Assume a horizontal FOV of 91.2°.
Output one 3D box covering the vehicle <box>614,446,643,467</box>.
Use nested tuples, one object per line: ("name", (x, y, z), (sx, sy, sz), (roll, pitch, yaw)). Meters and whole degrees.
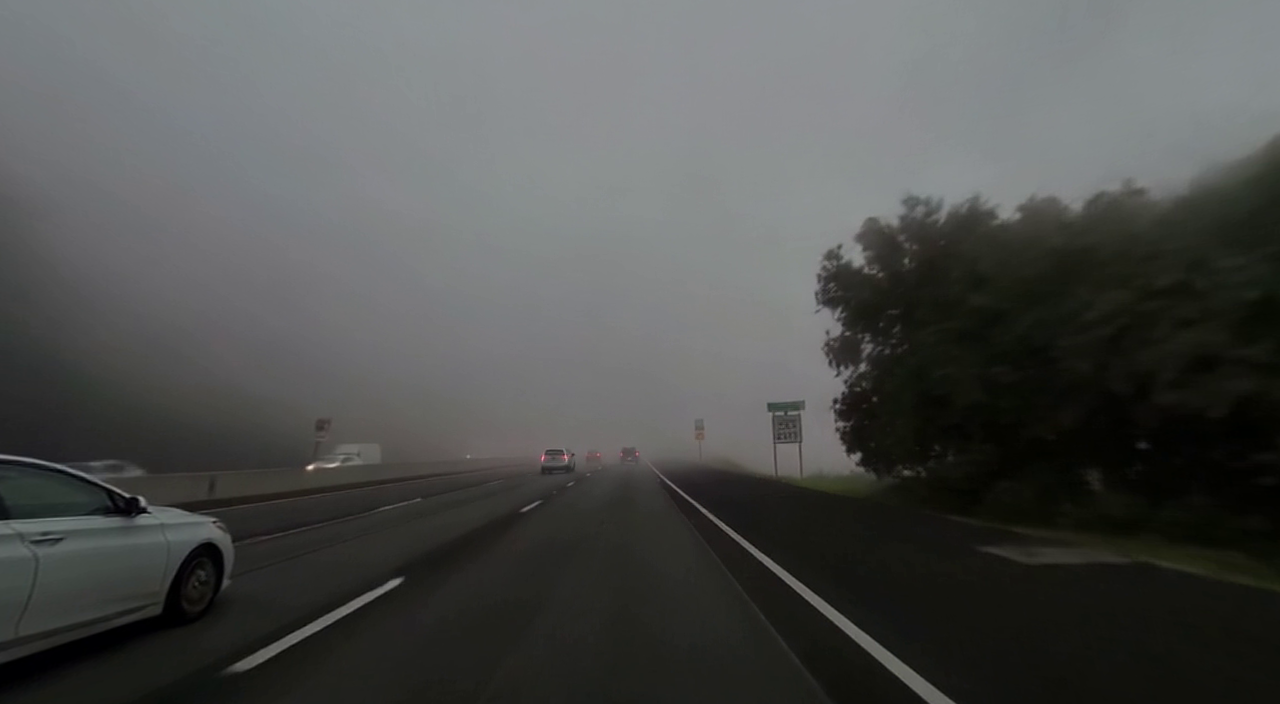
("vehicle", (-0.860, 7.773, 46.835), (2.023, 1.479, 3.718), (0, -9, -1))

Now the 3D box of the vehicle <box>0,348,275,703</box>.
("vehicle", (-4.004, 0.863, 2.745), (2.074, 1.779, 4.588), (0, -9, -1))

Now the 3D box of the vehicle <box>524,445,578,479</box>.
("vehicle", (-4.166, 5.198, 29.954), (1.988, 1.477, 4.118), (0, -9, 0))

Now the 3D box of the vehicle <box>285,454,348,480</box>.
("vehicle", (-20.109, 7.139, 39.128), (1.869, 1.503, 3.906), (0, -9, 0))

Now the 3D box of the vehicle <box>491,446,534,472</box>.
("vehicle", (-7.950, 6.686, 39.382), (1.936, 1.516, 3.904), (0, -9, 0))
